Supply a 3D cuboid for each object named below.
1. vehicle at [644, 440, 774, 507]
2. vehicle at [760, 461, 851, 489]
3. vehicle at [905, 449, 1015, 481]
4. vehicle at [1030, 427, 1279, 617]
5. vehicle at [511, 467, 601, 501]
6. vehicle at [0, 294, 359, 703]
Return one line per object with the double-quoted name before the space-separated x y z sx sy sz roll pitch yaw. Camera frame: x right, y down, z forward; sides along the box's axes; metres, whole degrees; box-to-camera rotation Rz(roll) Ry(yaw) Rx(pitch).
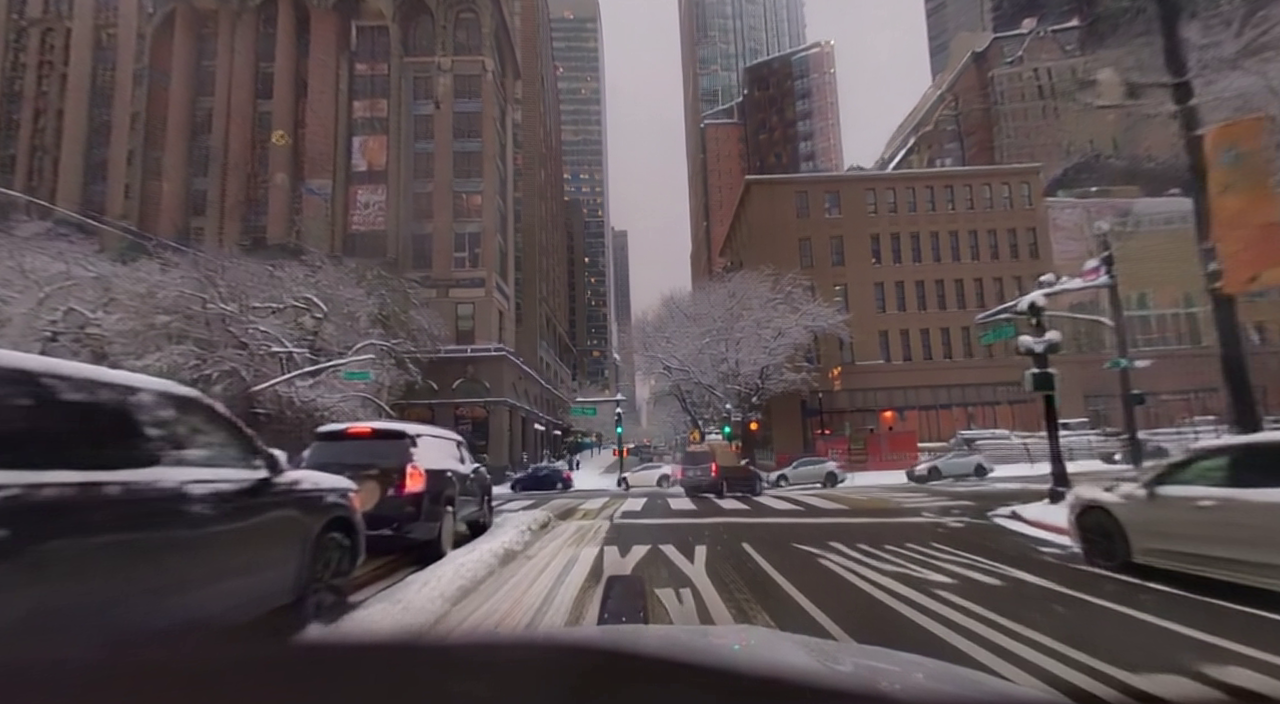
"vehicle" 2.296 3.616 19.365 2.328 1.746 5.072 -4 -10 26
"vehicle" 8.892 6.638 34.159 4.371 1.439 1.818 0 -9 -1
"vehicle" 16.966 5.985 33.626 4.749 1.624 1.926 0 -9 0
"vehicle" 6.014 1.455 5.797 2.056 1.460 4.358 0 -9 0
"vehicle" -4.808 7.585 36.411 4.748 1.674 1.969 4 -10 -27
"vehicle" -3.414 0.811 2.859 1.977 1.887 5.068 0 -9 -1
